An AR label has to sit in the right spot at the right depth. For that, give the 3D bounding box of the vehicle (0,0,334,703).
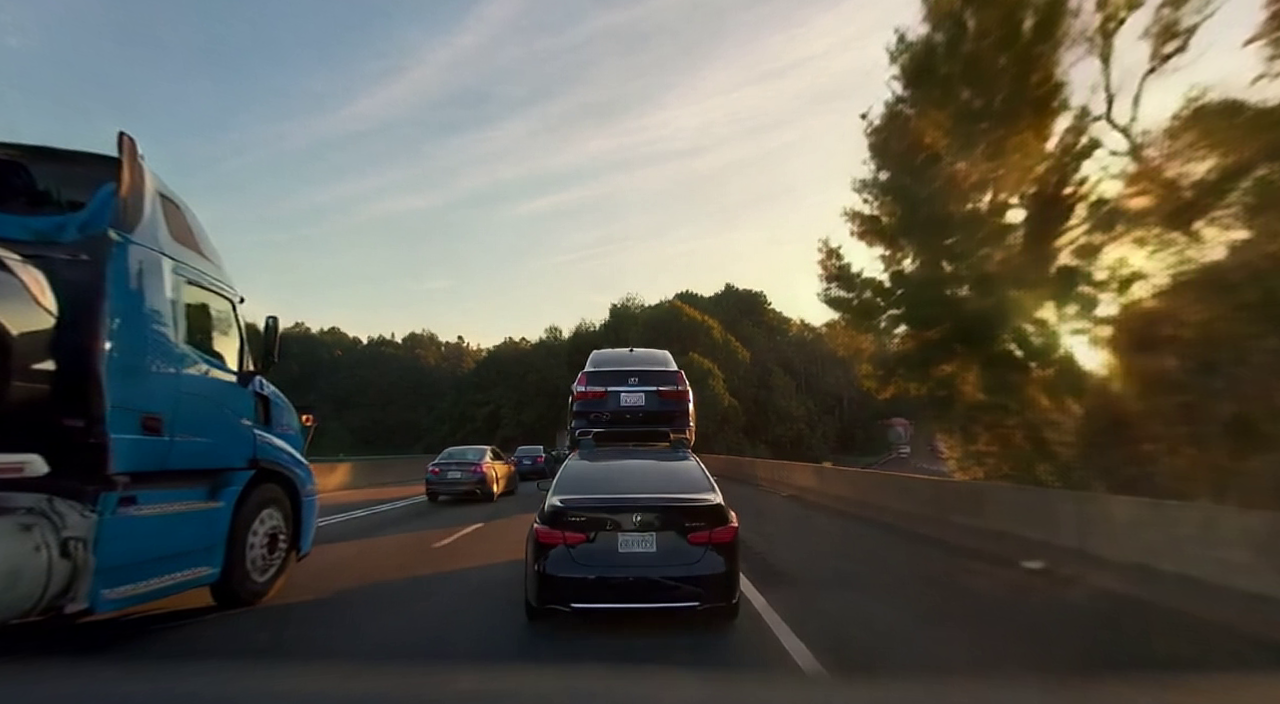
[{"bbox_3d":[-4.527,0.022,3.154,2.963,3.836,6.016,0,-9,-2],"label":"vehicle"}]

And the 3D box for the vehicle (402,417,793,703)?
[{"bbox_3d":[-0.262,1.363,4.998,1.991,1.507,3.391,0,-9,-2],"label":"vehicle"}]

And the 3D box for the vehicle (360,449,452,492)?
[{"bbox_3d":[-8.780,4.451,24.117,1.834,1.469,4.362,0,-9,0],"label":"vehicle"}]
